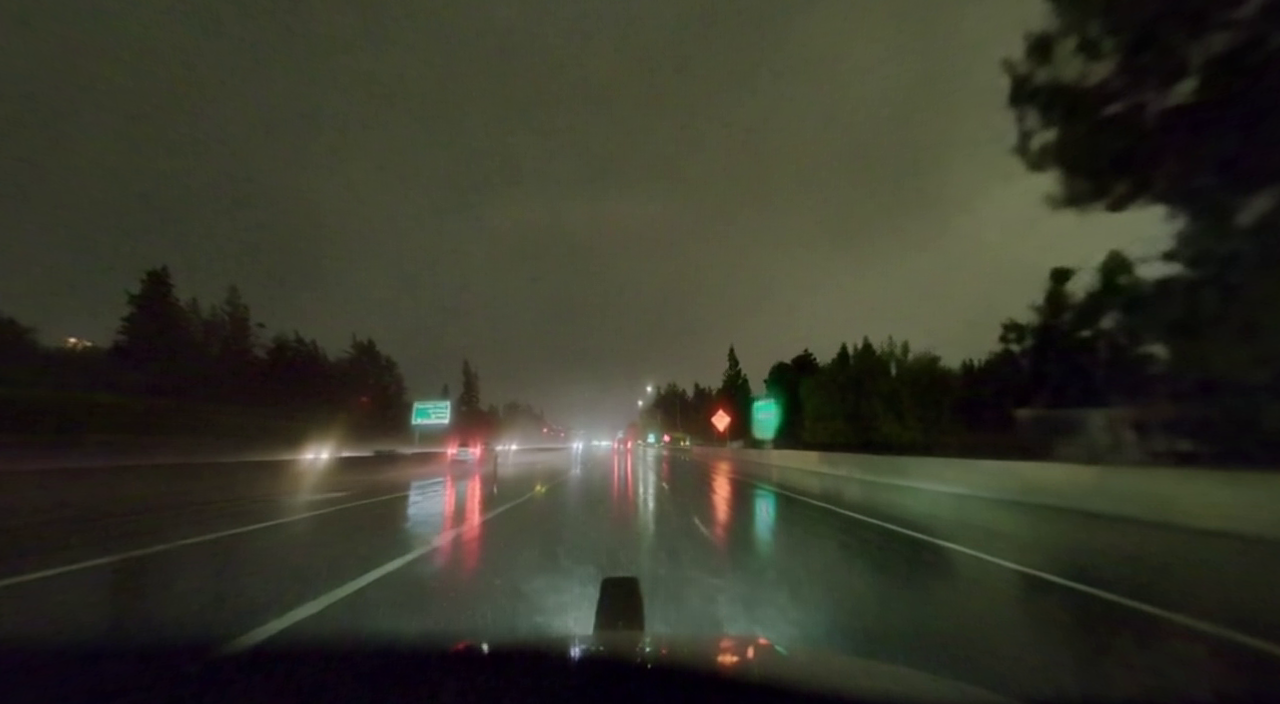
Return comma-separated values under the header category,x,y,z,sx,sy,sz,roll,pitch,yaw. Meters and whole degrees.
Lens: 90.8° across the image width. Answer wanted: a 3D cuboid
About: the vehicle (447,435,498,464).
category,x,y,z,sx,sy,sz,roll,pitch,yaw
vehicle,-12.080,7.079,45.932,2.270,1.936,5.190,0,-9,-1
